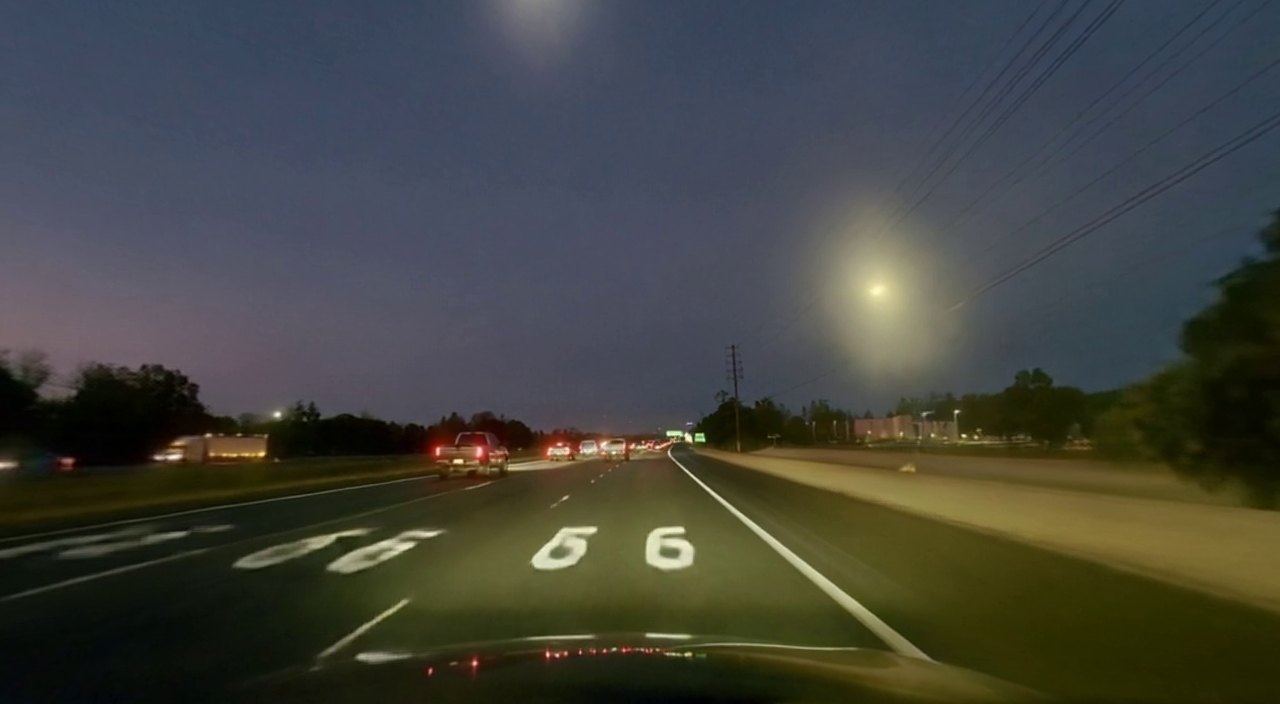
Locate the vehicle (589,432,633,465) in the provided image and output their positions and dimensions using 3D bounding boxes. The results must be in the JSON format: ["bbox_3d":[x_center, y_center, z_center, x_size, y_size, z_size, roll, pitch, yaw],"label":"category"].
[{"bbox_3d":[-1.881,6.500,42.627,2.448,2.025,5.193,-1,-8,3],"label":"vehicle"}]

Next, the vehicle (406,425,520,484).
[{"bbox_3d":[-6.679,3.965,24.837,2.460,1.992,6.474,0,-8,1],"label":"vehicle"}]
